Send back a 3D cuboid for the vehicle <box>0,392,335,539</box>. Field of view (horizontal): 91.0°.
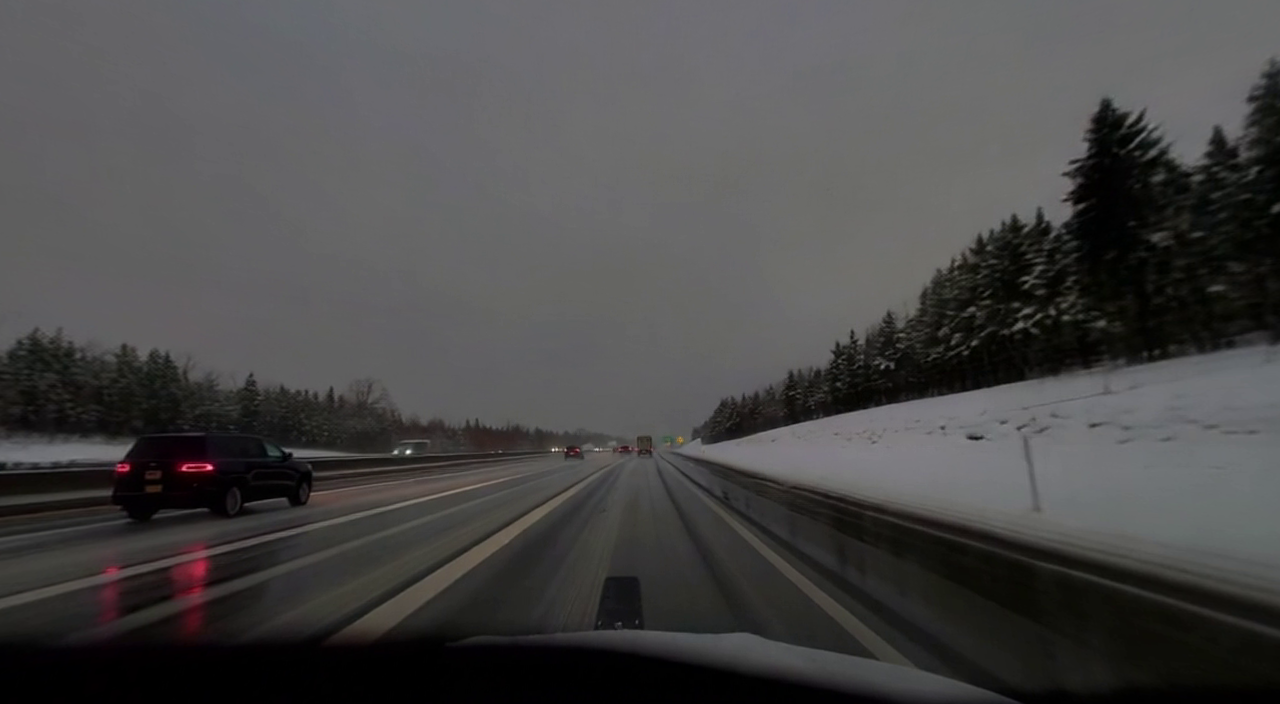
[{"bbox_3d":[-7.679,1.892,10.971,2.163,1.947,4.959,0,-9,0],"label":"vehicle"}]
